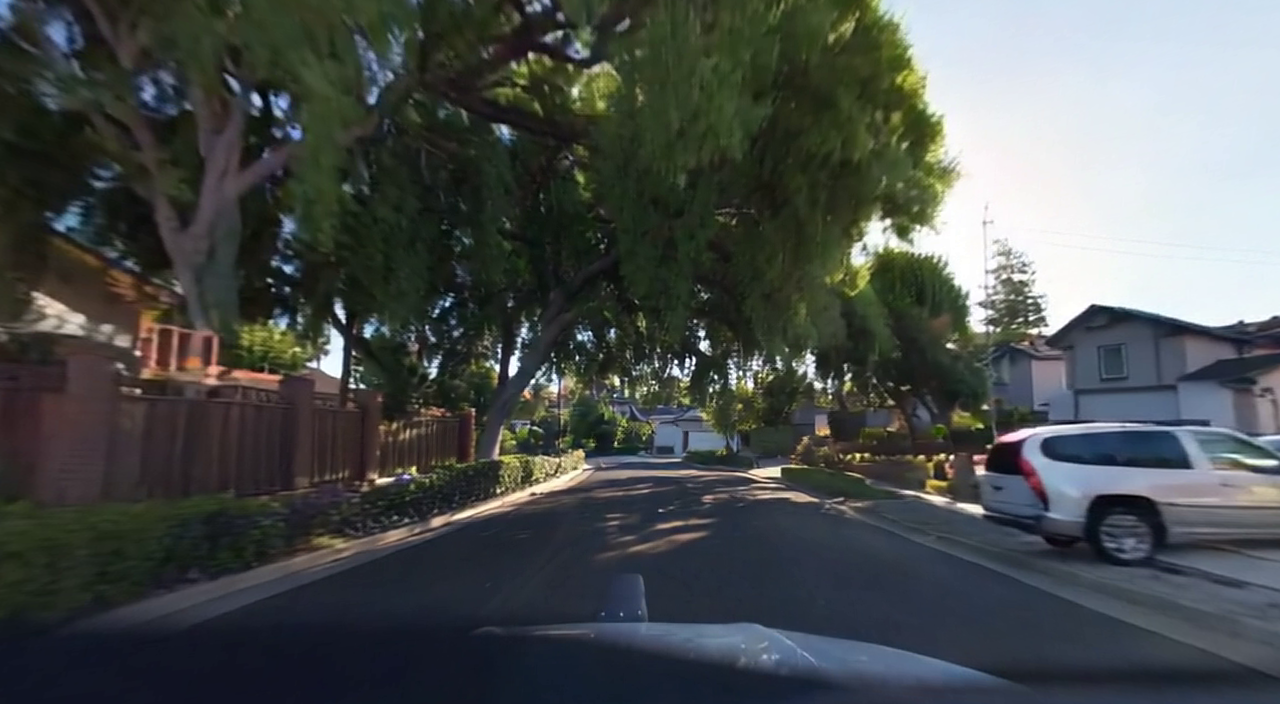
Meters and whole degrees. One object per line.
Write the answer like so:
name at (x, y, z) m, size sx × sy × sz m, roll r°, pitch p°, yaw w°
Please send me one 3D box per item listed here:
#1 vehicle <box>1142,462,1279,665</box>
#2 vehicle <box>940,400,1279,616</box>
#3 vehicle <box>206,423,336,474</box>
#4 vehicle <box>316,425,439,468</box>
vehicle at (6.784, 1.625, 5.059) m, size 4.319 × 1.422 × 1.974 m, roll 2°, pitch -9°, yaw -14°
vehicle at (6.640, 1.678, 7.506) m, size 5.320 × 1.978 × 2.026 m, roll 2°, pitch -9°, yaw -13°
vehicle at (-13.950, 3.644, 24.217) m, size 1.869 × 1.646 × 4.357 m, roll 3°, pitch -7°, yaw 8°
vehicle at (-13.102, 4.745, 31.763) m, size 5.127 × 1.796 × 2.045 m, roll 3°, pitch -8°, yaw 1°
